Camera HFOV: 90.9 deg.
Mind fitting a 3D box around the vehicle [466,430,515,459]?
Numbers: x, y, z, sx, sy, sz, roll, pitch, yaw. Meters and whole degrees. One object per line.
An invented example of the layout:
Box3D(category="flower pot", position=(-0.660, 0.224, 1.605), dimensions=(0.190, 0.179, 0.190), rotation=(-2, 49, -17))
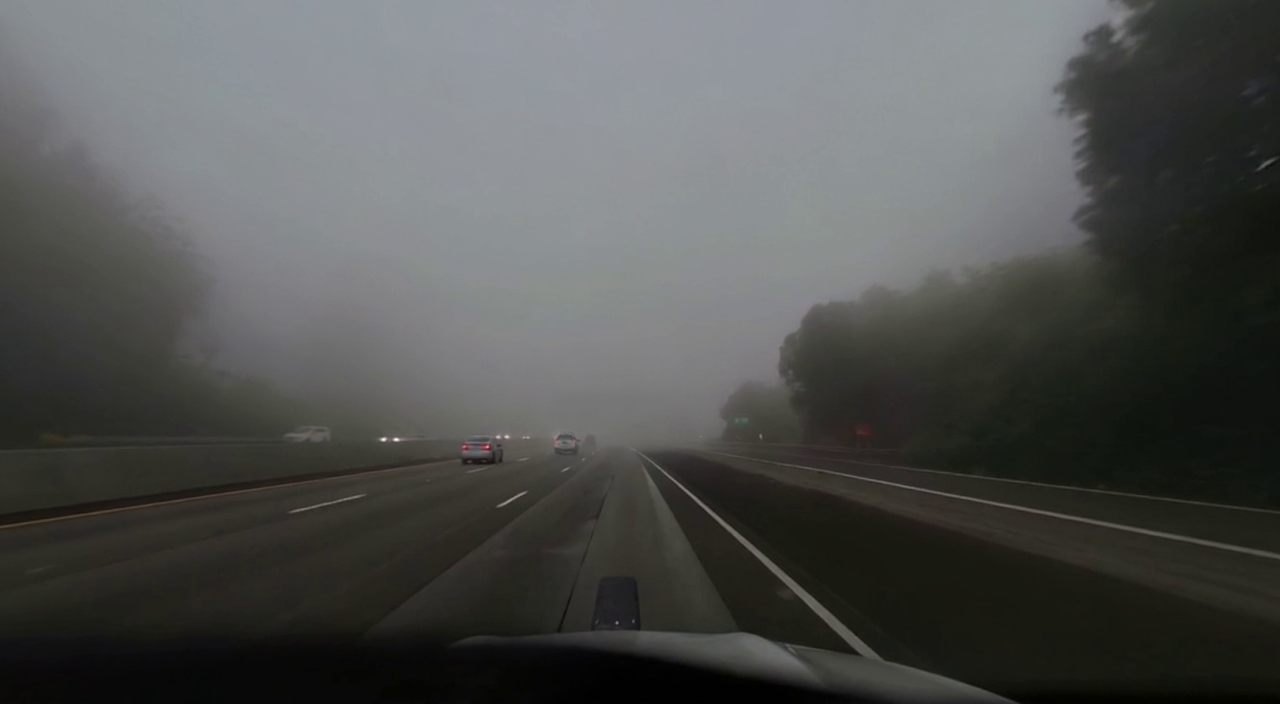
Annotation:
Box3D(category="vehicle", position=(-8.706, 5.422, 37.007), dimensions=(1.965, 1.605, 4.115), rotation=(0, -8, -1))

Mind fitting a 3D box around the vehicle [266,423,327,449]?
Box3D(category="vehicle", position=(-25.166, 6.190, 46.341), dimensions=(1.973, 1.775, 4.515), rotation=(0, -8, -2))
